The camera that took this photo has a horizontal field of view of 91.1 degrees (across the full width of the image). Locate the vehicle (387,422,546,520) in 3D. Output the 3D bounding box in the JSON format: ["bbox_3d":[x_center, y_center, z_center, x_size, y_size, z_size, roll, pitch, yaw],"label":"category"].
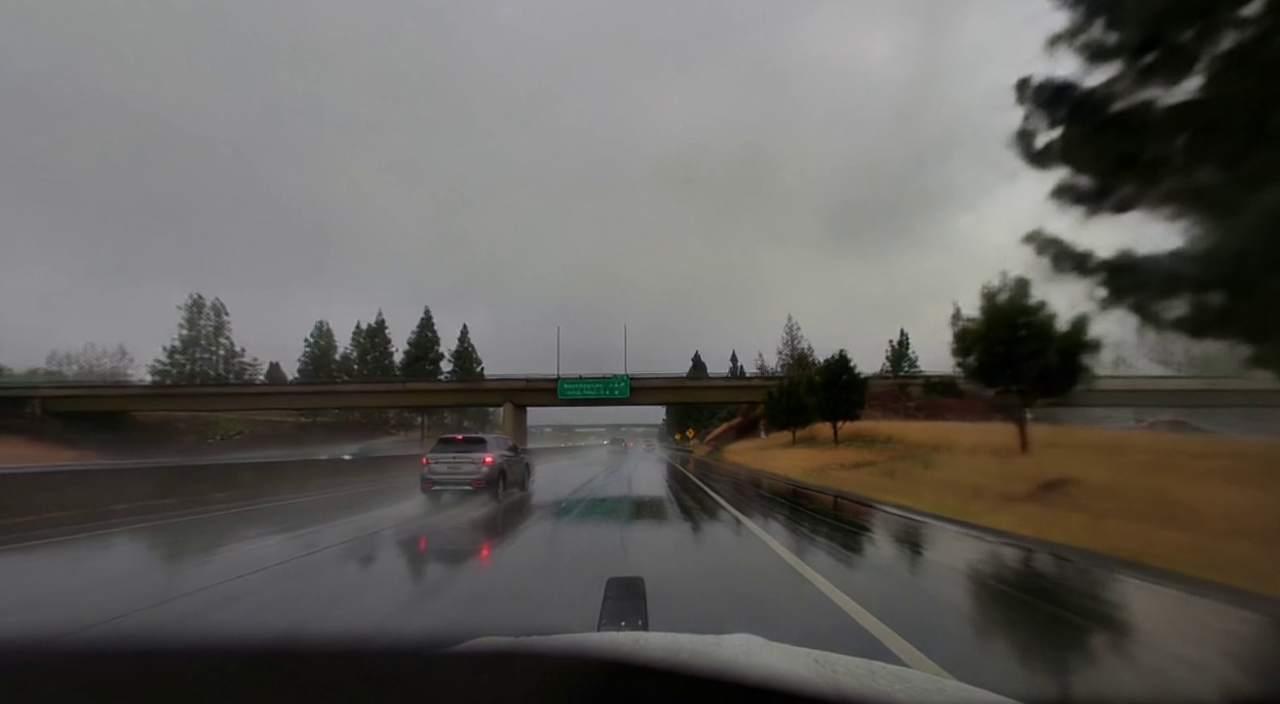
[{"bbox_3d":[-3.411,2.436,13.379,2.048,1.705,4.384,0,-8,1],"label":"vehicle"}]
